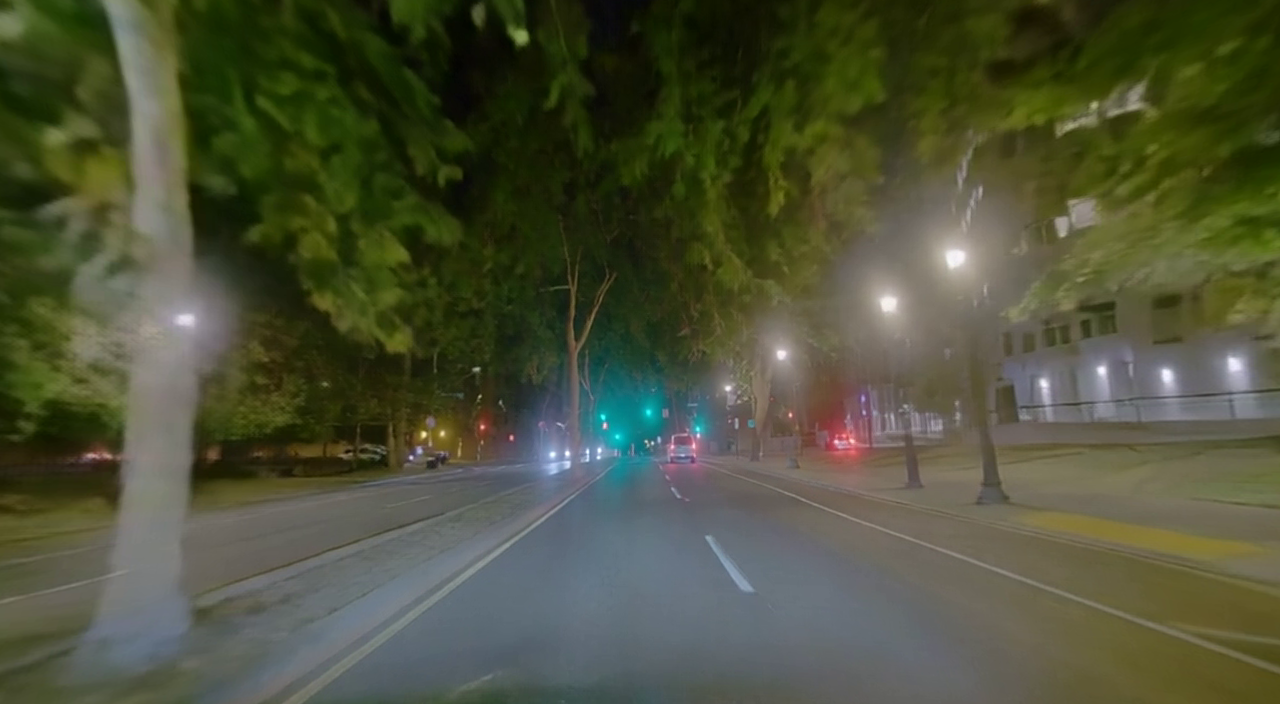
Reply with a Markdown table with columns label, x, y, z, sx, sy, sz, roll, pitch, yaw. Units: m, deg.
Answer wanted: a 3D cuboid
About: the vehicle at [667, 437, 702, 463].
| label | x | y | z | sx | sy | sz | roll | pitch | yaw |
| --- | --- | --- | --- | --- | --- | --- | --- | --- | --- |
| vehicle | 3.009 | 6.755 | 43.516 | 2.129 | 1.719 | 4.205 | 0 | -8 | 0 |
